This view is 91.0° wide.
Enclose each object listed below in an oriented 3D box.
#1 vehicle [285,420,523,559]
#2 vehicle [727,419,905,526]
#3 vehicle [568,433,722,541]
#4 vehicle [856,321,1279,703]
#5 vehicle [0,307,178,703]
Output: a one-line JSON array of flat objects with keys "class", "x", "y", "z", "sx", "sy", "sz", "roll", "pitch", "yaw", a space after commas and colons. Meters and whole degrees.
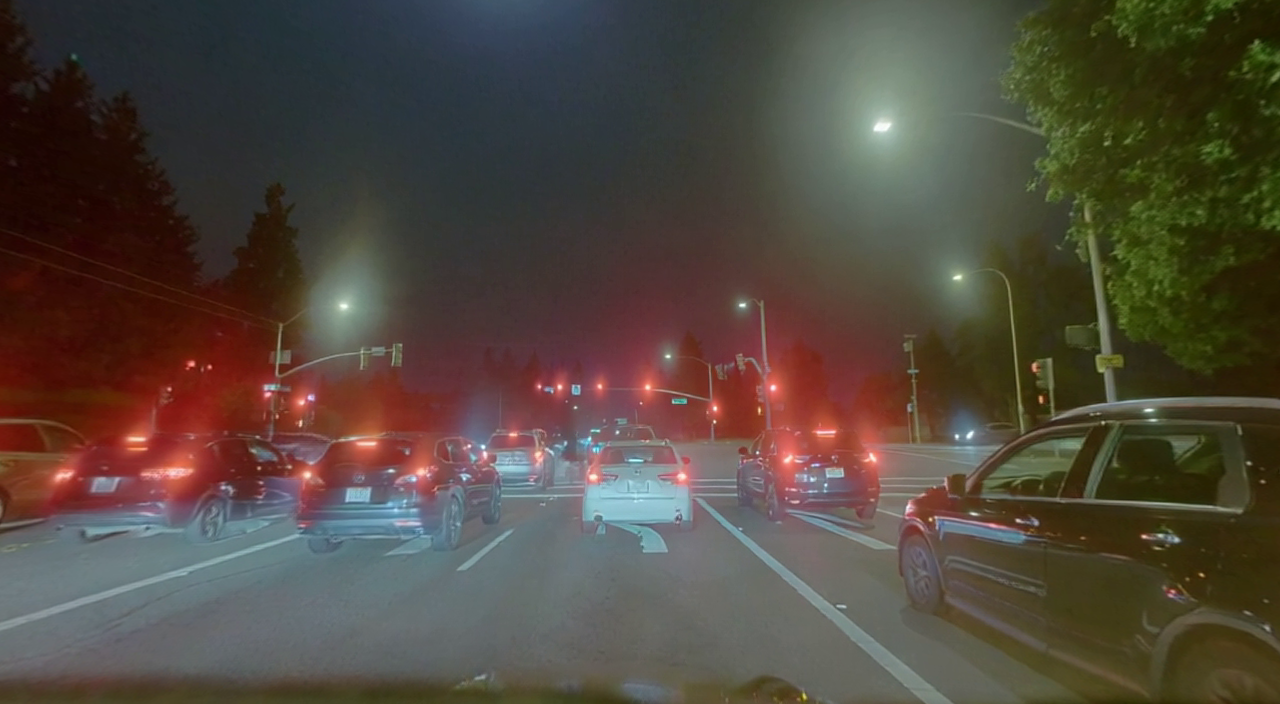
[{"class": "vehicle", "x": -3.069, "y": 1.876, "z": 9.335, "sx": 1.896, "sy": 1.546, "sz": 4.378, "roll": 0, "pitch": -8, "yaw": -1}, {"class": "vehicle", "x": 3.070, "y": 2.201, "z": 12.028, "sx": 2.106, "sy": 1.667, "sz": 4.101, "roll": 0, "pitch": -8, "yaw": -1}, {"class": "vehicle", "x": -0.007, "y": 2.102, "z": 10.427, "sx": 2.076, "sy": 1.438, "sz": 3.770, "roll": 0, "pitch": -8, "yaw": -2}, {"class": "vehicle", "x": 3.145, "y": 0.988, "z": 3.742, "sx": 2.074, "sy": 1.685, "sz": 4.387, "roll": 0, "pitch": -8, "yaw": -1}, {"class": "vehicle", "x": -3.210, "y": 0.498, "z": 0.609, "sx": 2.079, "sy": 1.756, "sz": 4.676, "roll": 0, "pitch": -8, "yaw": -2}]
